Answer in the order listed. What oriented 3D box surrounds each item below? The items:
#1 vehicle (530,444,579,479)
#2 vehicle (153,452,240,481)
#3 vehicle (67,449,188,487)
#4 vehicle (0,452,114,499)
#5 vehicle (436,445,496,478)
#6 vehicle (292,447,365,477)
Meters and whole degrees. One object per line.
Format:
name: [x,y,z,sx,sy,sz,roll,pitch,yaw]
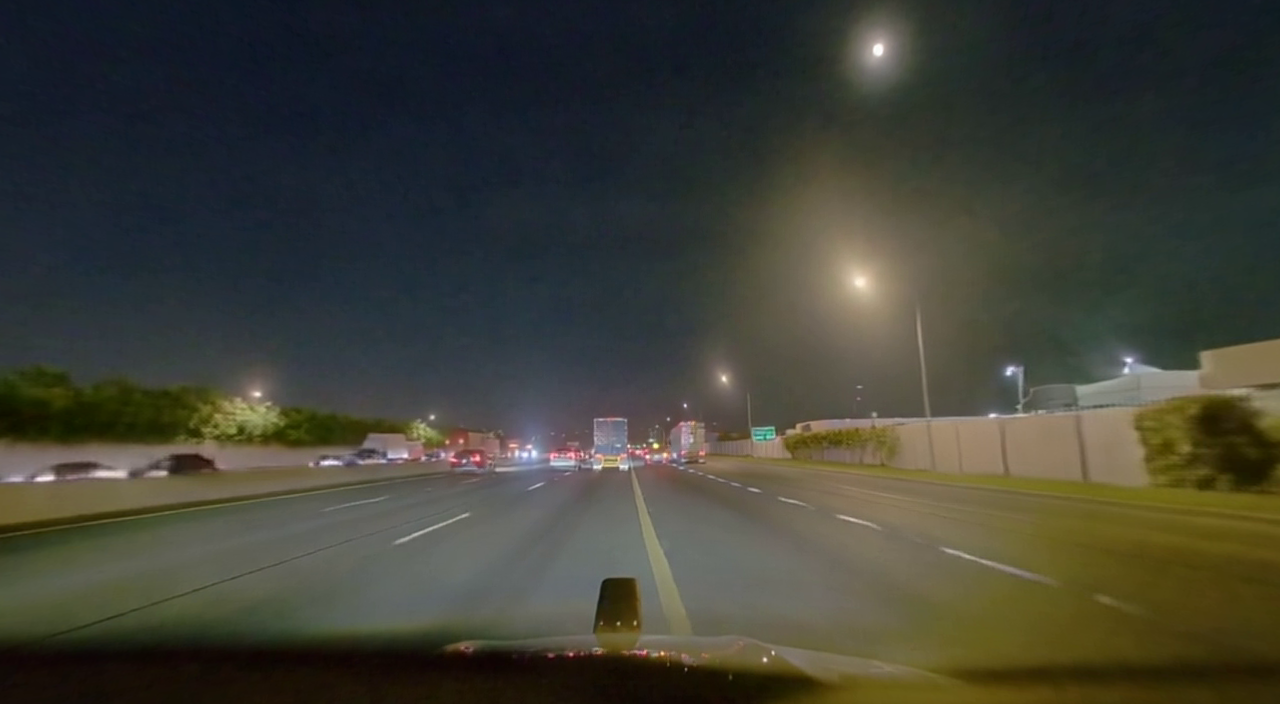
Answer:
vehicle: [-4.293,5.557,32.357,2.132,1.679,4.045,0,-9,-3]
vehicle: [-25.445,6.550,36.490,2.089,1.529,4.075,0,-9,-1]
vehicle: [-25.353,5.728,31.590,1.941,1.702,4.949,0,-9,-2]
vehicle: [-21.613,4.344,22.676,1.867,1.493,4.311,0,-9,-1]
vehicle: [-9.672,6.112,35.586,2.129,1.717,4.593,0,-9,-1]
vehicle: [-18.390,6.511,37.643,2.030,1.629,4.673,0,-9,-1]
